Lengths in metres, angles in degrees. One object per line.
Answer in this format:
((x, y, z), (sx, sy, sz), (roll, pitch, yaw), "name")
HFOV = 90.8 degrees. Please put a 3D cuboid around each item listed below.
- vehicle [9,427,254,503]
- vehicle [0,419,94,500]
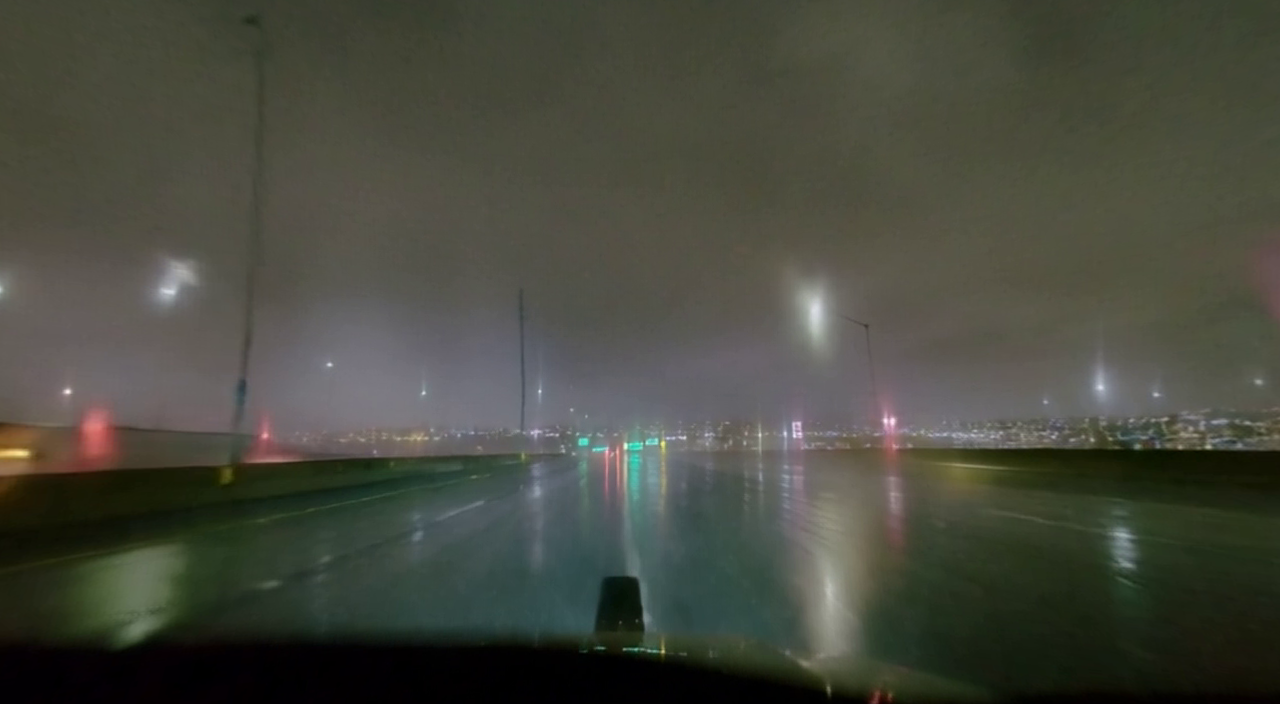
((-31.550, 7.114, 41.182), (2.846, 3.937, 16.382), (0, -8, -1), "vehicle")
((-31.308, 5.271, 31.125), (2.910, 3.762, 6.413), (-1, -8, -1), "vehicle")
